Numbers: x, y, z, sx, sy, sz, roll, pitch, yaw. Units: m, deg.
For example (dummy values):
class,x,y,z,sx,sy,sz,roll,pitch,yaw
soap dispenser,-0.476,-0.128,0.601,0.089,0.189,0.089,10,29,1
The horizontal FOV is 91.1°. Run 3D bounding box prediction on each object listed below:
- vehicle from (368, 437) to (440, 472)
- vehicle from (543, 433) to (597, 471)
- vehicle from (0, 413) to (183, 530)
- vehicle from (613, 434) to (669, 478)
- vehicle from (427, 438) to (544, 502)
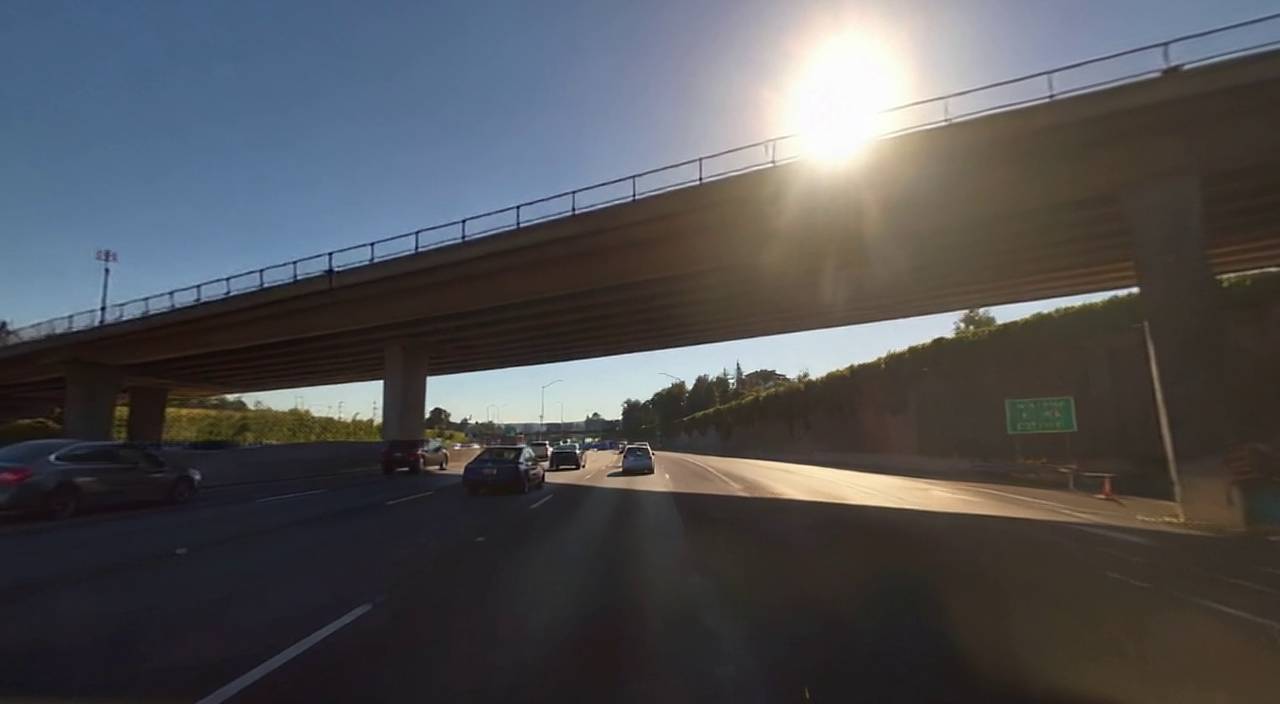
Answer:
class,x,y,z,sx,sy,sz,roll,pitch,yaw
vehicle,-11.954,5.190,32.090,1.954,1.640,4.339,0,-8,0
vehicle,-3.632,5.268,33.365,2.237,1.841,4.683,0,-8,1
vehicle,-11.059,2.062,11.118,2.119,1.816,5.019,0,-8,0
vehicle,0.040,4.316,26.378,2.160,1.678,4.178,0,-8,0
vehicle,-4.009,3.124,17.144,1.997,1.490,4.471,0,-8,1
